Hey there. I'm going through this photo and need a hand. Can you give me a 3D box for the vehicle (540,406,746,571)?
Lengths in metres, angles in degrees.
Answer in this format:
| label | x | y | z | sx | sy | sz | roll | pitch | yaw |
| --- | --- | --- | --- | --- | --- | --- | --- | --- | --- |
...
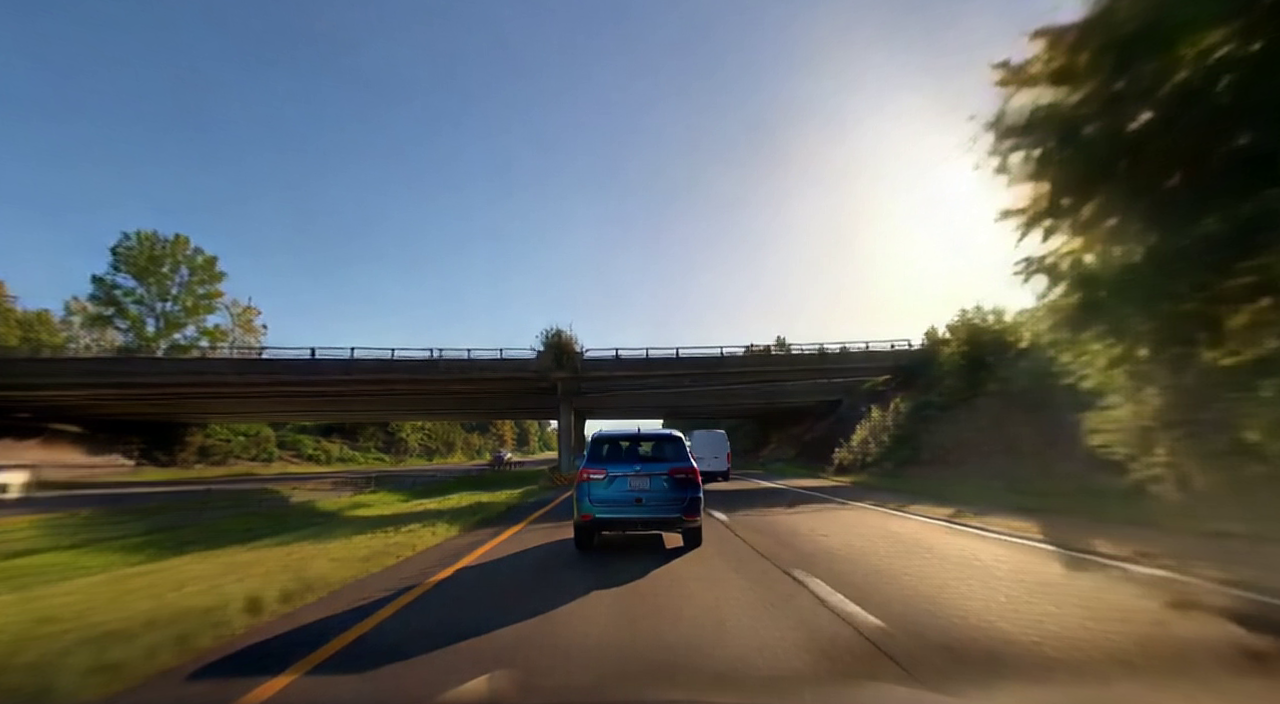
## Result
| label | x | y | z | sx | sy | sz | roll | pitch | yaw |
| --- | --- | --- | --- | --- | --- | --- | --- | --- | --- |
| vehicle | 0.034 | 1.837 | 9.135 | 2.288 | 1.823 | 4.059 | 0 | -9 | 0 |
